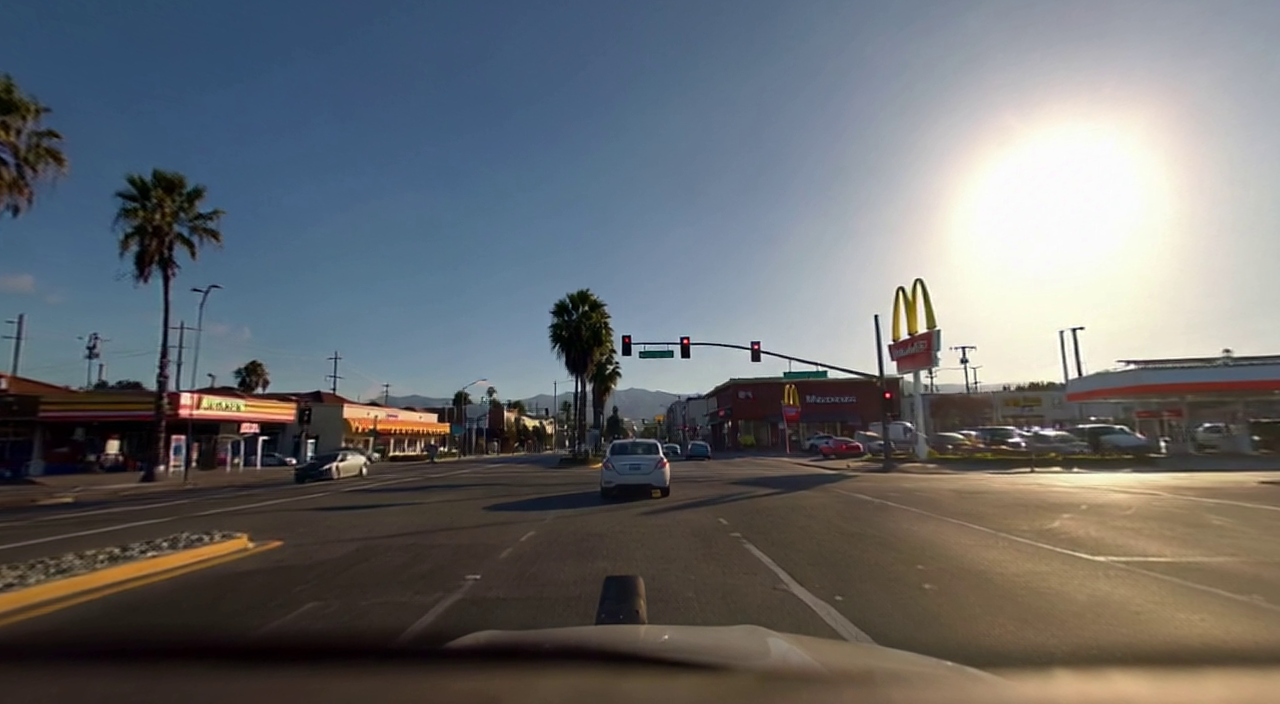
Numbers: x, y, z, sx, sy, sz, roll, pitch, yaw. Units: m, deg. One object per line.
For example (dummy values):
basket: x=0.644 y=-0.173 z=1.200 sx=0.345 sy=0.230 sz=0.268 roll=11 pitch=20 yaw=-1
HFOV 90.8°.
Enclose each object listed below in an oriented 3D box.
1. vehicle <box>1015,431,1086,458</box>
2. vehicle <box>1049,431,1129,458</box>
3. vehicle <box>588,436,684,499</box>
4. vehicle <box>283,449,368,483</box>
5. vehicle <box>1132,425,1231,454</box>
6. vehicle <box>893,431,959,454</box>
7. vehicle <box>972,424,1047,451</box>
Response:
vehicle: x=24.271 y=5.499 z=37.485 sx=1.738 sy=1.462 sz=3.609 roll=0 pitch=-8 yaw=0
vehicle: x=26.349 y=5.463 z=37.243 sx=1.923 sy=1.501 sz=3.849 roll=-1 pitch=-8 yaw=2
vehicle: x=-0.120 y=3.101 z=17.398 sx=2.270 sy=1.475 sz=4.571 roll=0 pitch=-8 yaw=-1
vehicle: x=-15.417 y=5.589 z=31.286 sx=1.896 sy=1.508 sz=4.659 roll=0 pitch=-8 yaw=-1
vehicle: x=31.890 y=5.202 z=37.405 sx=1.903 sy=1.630 sz=4.320 roll=0 pitch=-8 yaw=-1
vehicle: x=19.553 y=6.223 z=43.297 sx=3.833 sy=1.495 sz=1.892 roll=-3 pitch=-9 yaw=18
vehicle: x=24.579 y=5.709 z=42.112 sx=3.783 sy=1.560 sz=1.853 roll=-4 pitch=-10 yaw=11
